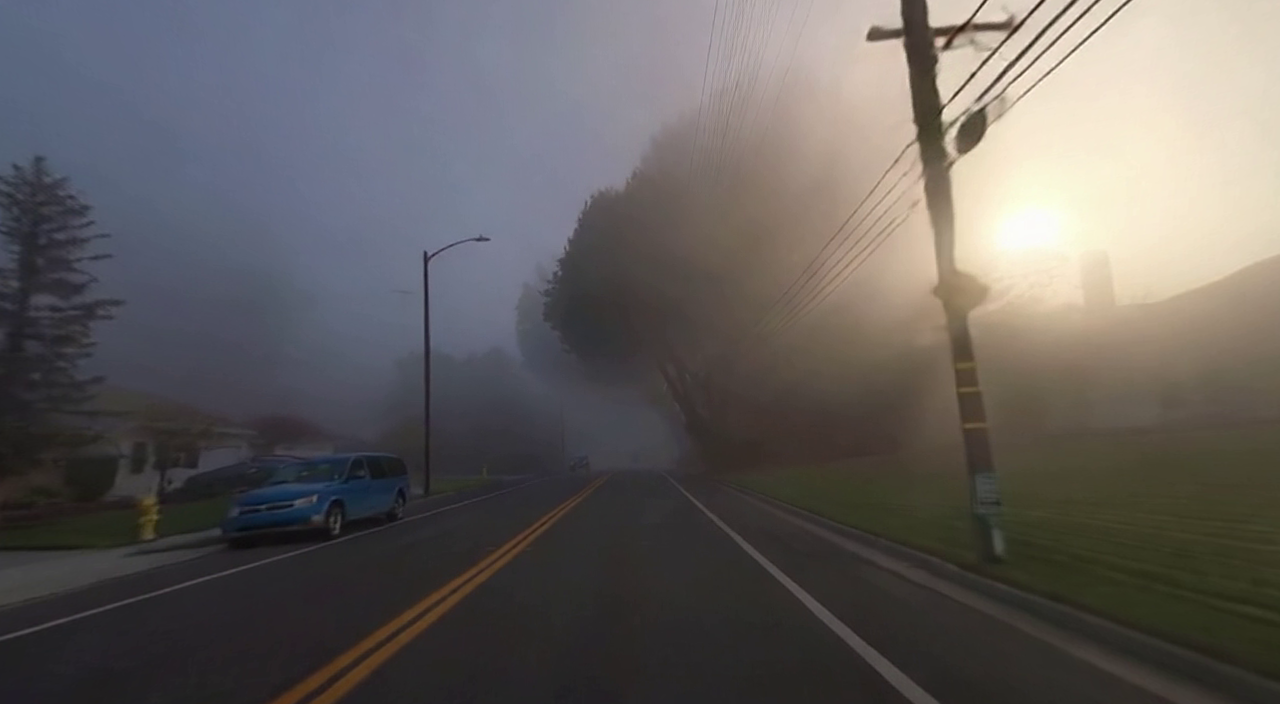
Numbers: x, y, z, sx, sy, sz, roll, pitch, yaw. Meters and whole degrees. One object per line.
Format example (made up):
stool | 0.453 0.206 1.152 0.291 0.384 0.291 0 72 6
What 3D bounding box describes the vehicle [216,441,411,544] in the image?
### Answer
vehicle | -6.694 2.922 13.649 1.923 1.687 4.511 -4 -10 -1
